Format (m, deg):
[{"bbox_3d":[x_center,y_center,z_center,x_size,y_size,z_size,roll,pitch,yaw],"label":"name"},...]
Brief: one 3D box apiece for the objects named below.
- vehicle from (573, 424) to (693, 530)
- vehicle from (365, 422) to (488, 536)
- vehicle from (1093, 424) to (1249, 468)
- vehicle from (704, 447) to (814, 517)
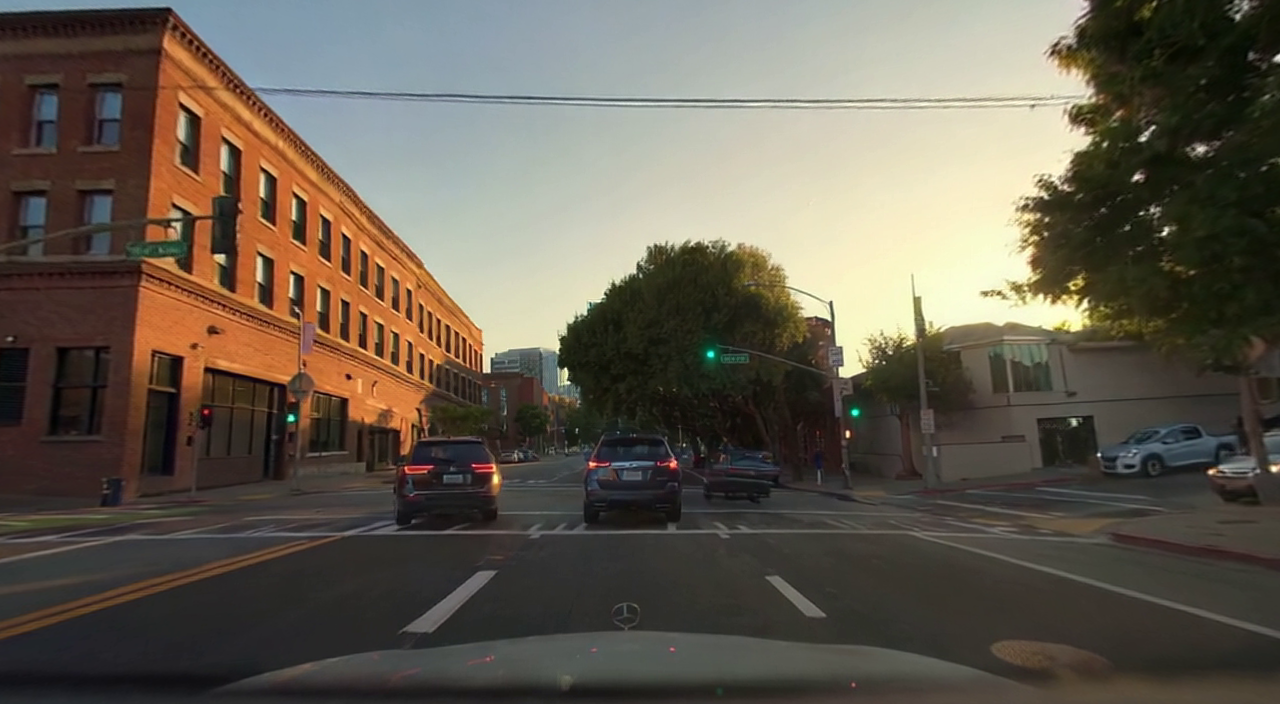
[{"bbox_3d":[-0.175,2.536,13.464,2.105,1.842,4.537,0,-8,-1],"label":"vehicle"},{"bbox_3d":[-4.148,2.389,12.499,1.855,1.812,4.244,3,-9,-17],"label":"vehicle"},{"bbox_3d":[20.879,3.719,24.992,4.355,1.663,1.948,0,-9,0],"label":"vehicle"},{"bbox_3d":[2.765,3.097,15.628,1.852,1.462,4.155,0,-8,-1],"label":"vehicle"}]
